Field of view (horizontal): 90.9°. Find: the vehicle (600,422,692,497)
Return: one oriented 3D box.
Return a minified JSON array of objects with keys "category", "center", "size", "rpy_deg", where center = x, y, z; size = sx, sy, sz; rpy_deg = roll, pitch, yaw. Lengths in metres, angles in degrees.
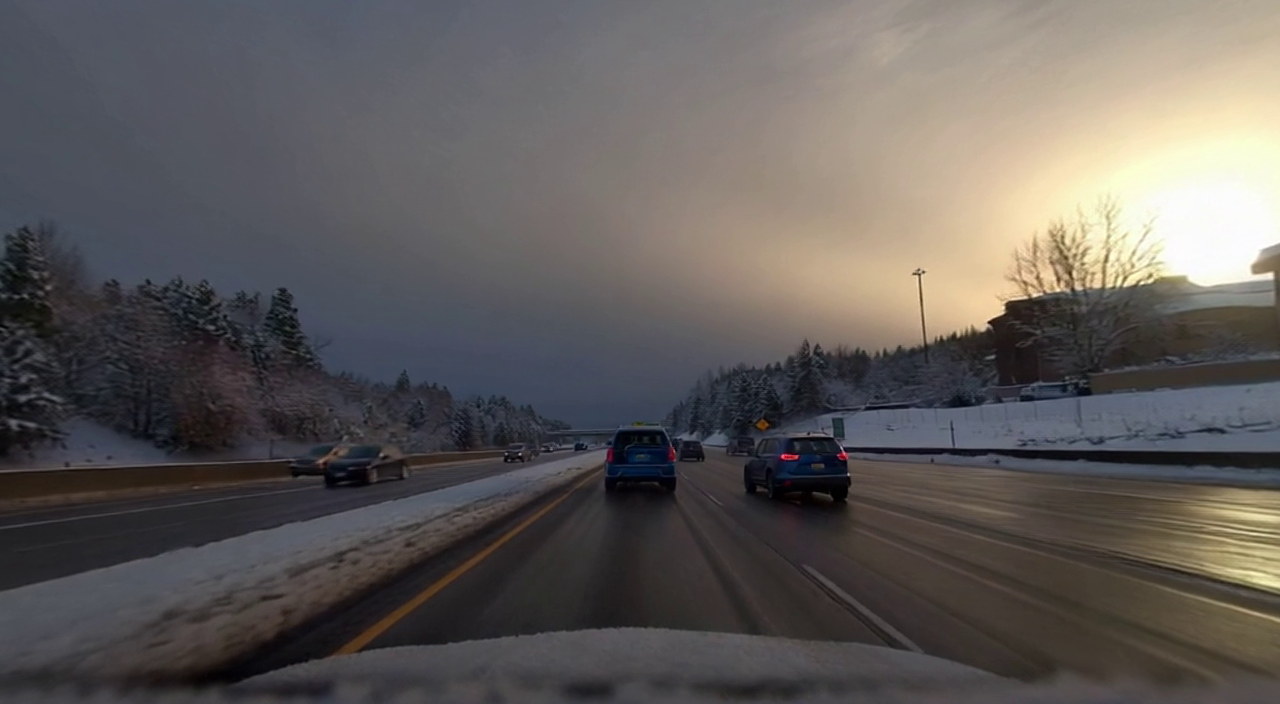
[{"category":"vehicle","center":[0.147,3.014,18.005],"size":[2.290,1.862,4.454],"rpy_deg":[0,-8,0]}]

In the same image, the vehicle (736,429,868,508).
[{"category":"vehicle","center":[3.642,2.695,15.031],"size":[2.042,1.592,4.047],"rpy_deg":[0,-8,0]}]

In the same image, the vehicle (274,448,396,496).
[{"category":"vehicle","center":[-10.563,4.161,22.308],"size":[2.051,1.476,4.379],"rpy_deg":[0,-8,1]}]
